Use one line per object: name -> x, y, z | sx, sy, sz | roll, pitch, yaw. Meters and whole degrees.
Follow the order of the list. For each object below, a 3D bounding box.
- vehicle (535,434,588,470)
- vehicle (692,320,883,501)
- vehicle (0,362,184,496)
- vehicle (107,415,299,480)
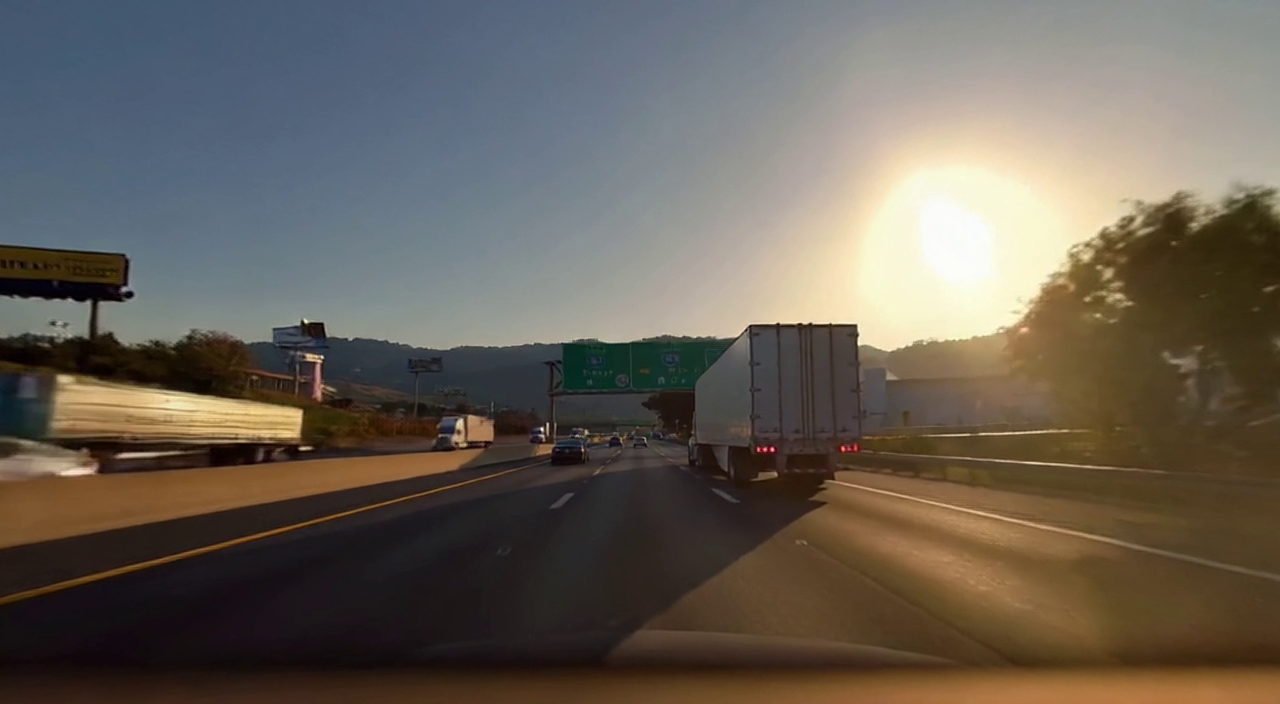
vehicle -> -3.431, 4.437, 28.350 | 1.930, 1.484, 3.849 | 0, -8, -1
vehicle -> 3.550, 1.943, 18.924 | 2.871, 3.815, 11.331 | 0, -8, -1
vehicle -> -19.665, 2.480, 20.031 | 2.985, 3.765, 9.890 | 0, -8, -1
vehicle -> -19.846, 4.402, 29.574 | 2.932, 2.543, 8.599 | 0, -8, -1
